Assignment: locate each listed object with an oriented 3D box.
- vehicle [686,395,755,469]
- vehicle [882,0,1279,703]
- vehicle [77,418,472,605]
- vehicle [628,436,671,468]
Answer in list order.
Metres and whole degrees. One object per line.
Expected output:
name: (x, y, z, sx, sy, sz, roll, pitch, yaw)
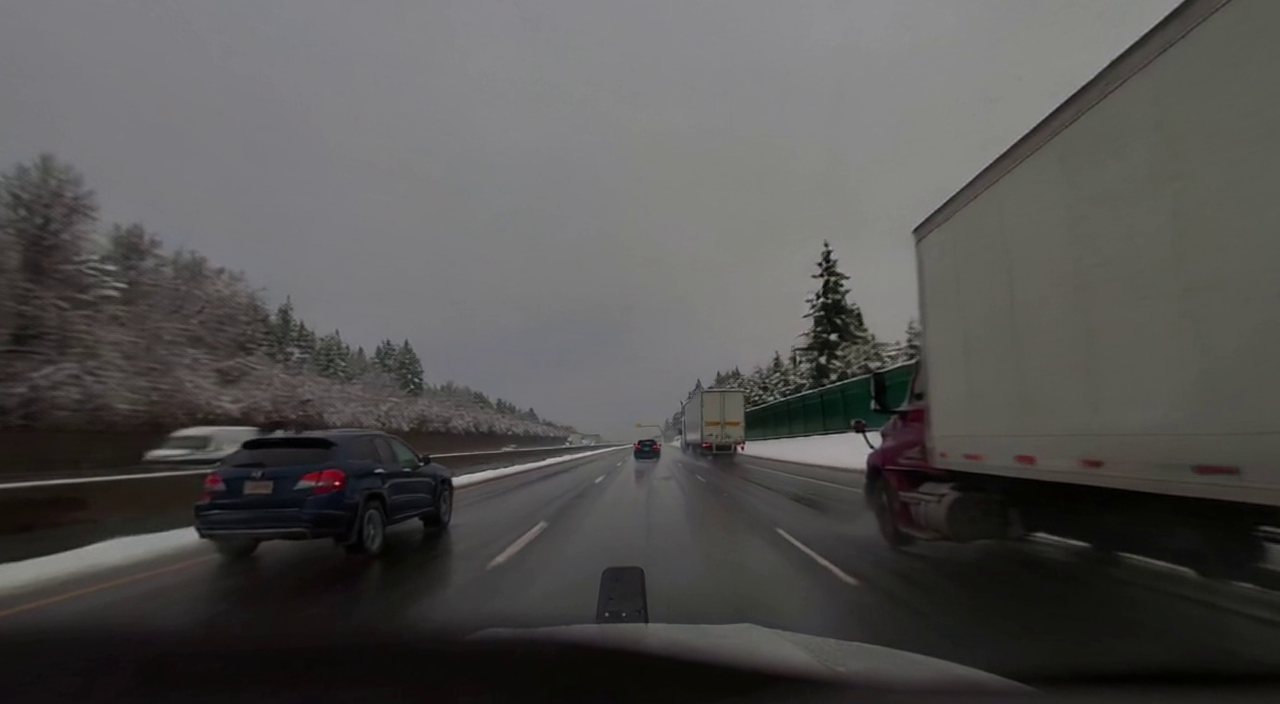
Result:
vehicle: (5.091, 5.530, 42.706, 3.117, 4.150, 13.929, 0, -8, 1)
vehicle: (4.137, 0.066, 2.981, 2.742, 3.383, 8.285, 0, -8, 1)
vehicle: (-3.503, 1.584, 7.185, 1.988, 1.488, 4.113, 0, -8, 1)
vehicle: (0.534, 5.866, 37.291, 2.389, 1.760, 4.473, 0, -8, 0)
